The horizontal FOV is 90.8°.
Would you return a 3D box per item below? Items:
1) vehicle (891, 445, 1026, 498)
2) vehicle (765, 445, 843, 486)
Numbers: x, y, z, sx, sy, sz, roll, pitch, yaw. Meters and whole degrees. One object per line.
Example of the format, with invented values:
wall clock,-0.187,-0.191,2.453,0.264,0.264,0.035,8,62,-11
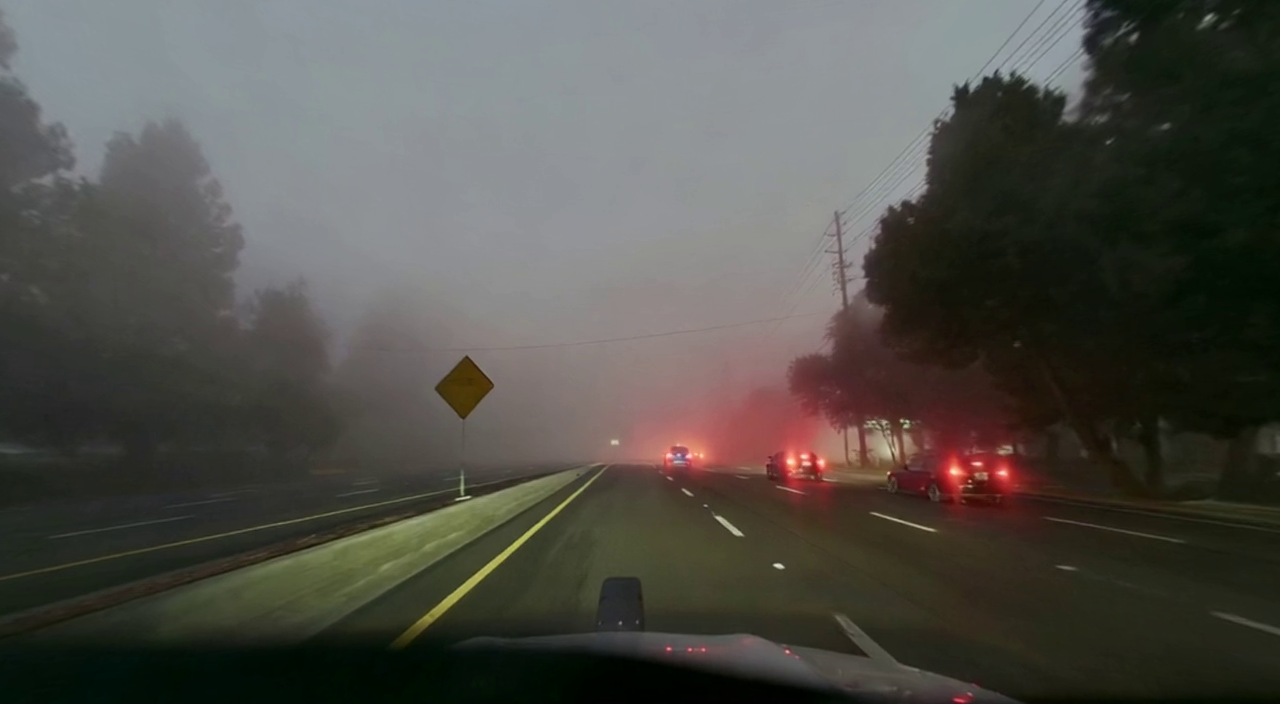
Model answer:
vehicle,9.963,3.725,20.248,1.874,1.482,4.545,0,-8,-1
vehicle,6.302,4.393,24.835,1.882,1.476,4.344,0,-8,-1
